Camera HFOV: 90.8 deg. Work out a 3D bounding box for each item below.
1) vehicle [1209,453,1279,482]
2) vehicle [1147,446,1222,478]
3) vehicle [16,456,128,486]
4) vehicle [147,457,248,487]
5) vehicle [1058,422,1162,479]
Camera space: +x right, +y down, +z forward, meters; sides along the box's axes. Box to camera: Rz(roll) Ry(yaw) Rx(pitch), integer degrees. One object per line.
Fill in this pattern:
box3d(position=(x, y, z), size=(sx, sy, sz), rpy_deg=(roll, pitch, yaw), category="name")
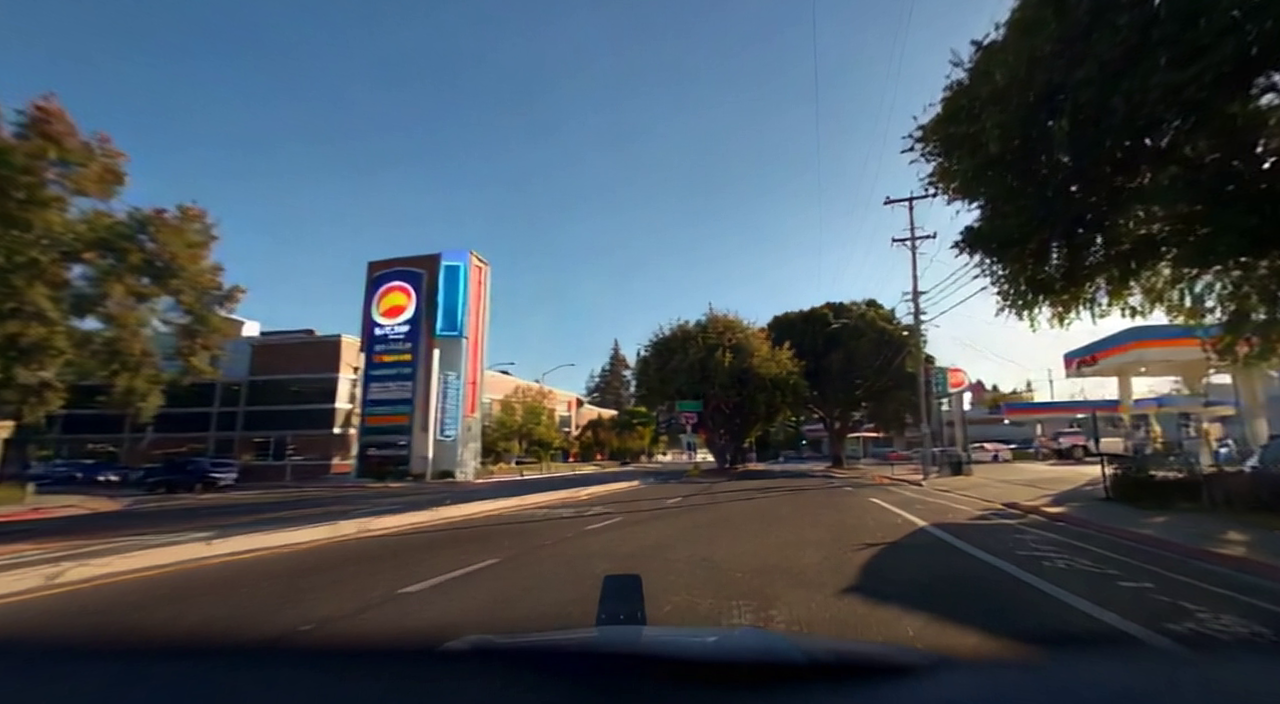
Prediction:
box3d(position=(34.288, 6.384, 35.211), size=(2.113, 1.461, 3.997), rpy_deg=(-2, -8, 14), category="vehicle")
box3d(position=(37.461, 7.621, 43.604), size=(2.140, 1.823, 4.721), rpy_deg=(2, -12, 17), category="vehicle")
box3d(position=(-32.655, 6.823, 36.379), size=(4.538, 1.545, 2.021), rpy_deg=(0, -8, 2), category="vehicle")
box3d(position=(-24.658, 6.649, 35.245), size=(4.353, 1.486, 1.991), rpy_deg=(-1, -8, 10), category="vehicle")
box3d(position=(26.690, 5.605, 36.218), size=(2.642, 2.930, 5.826), rpy_deg=(-2, -8, 15), category="vehicle")
